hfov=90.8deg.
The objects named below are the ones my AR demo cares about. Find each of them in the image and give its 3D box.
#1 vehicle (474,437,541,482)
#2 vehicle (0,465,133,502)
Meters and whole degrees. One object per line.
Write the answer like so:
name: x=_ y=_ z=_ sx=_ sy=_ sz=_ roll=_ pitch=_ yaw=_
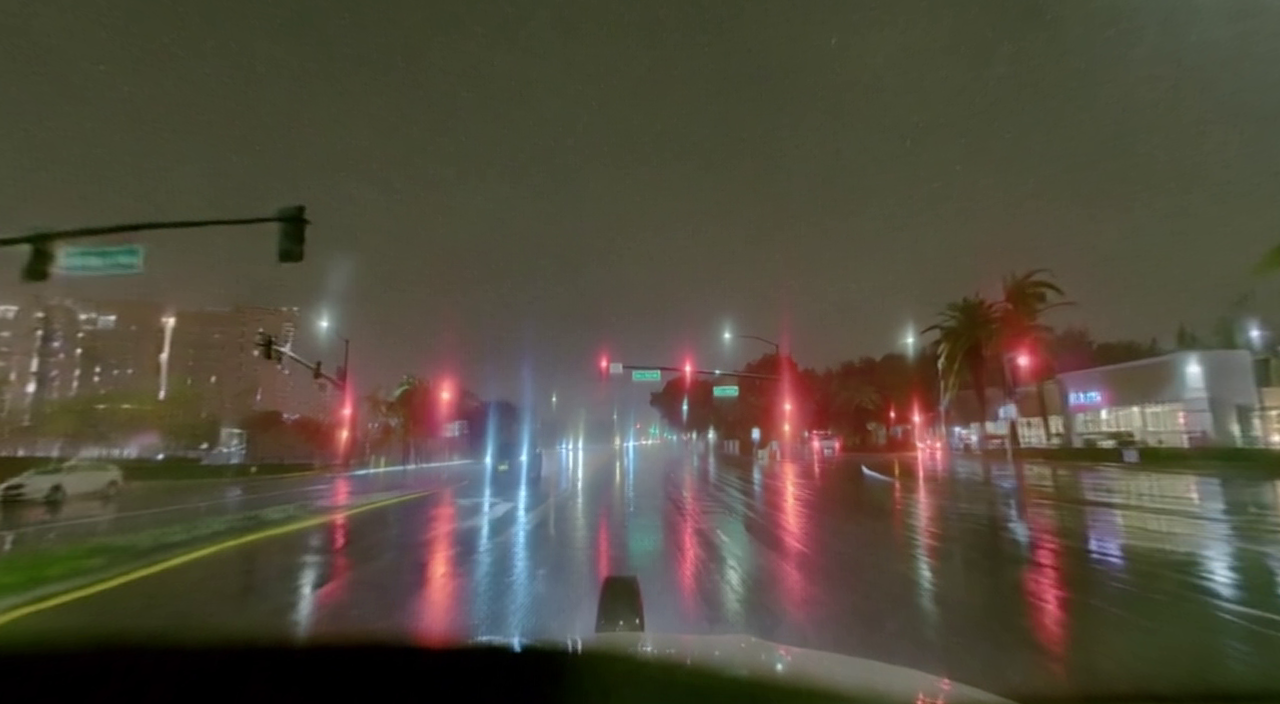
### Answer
vehicle: x=-5.333 y=4.217 z=25.081 sx=1.990 sy=1.639 sz=3.885 roll=3 pitch=-9 yaw=-21
vehicle: x=-25.163 y=5.631 z=27.204 sx=4.854 sy=1.406 sz=2.060 roll=0 pitch=-8 yaw=0
